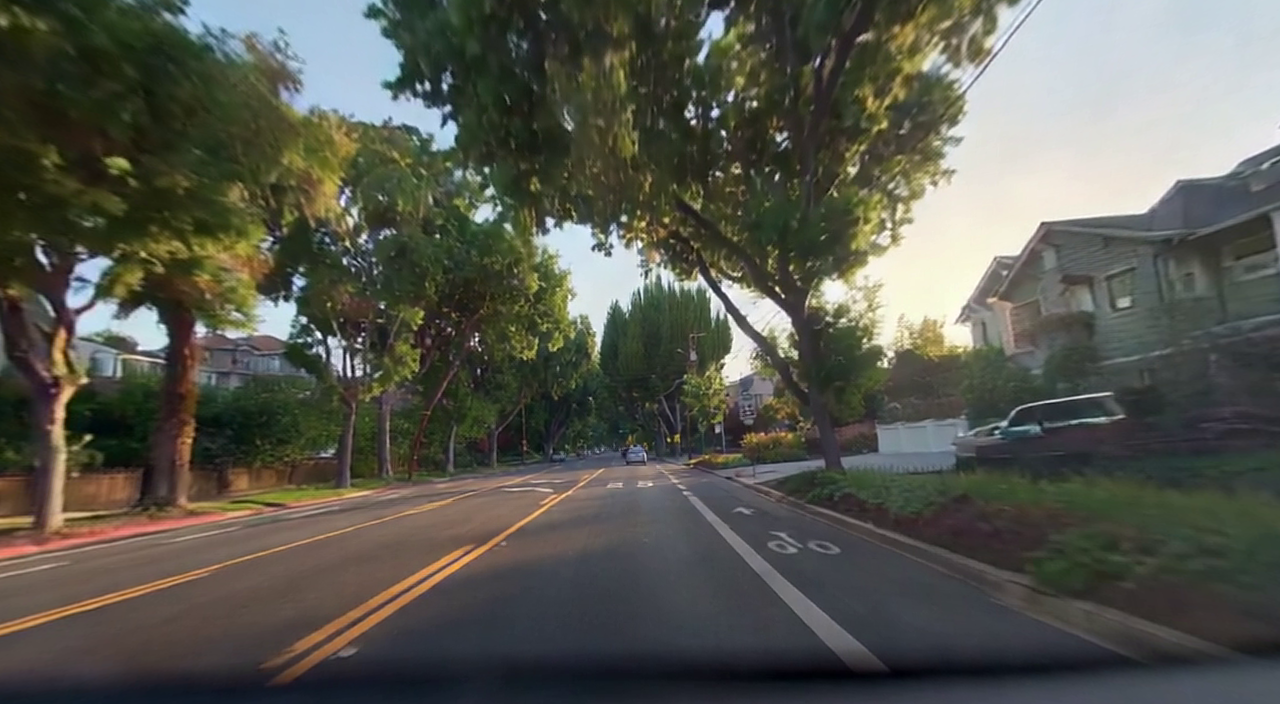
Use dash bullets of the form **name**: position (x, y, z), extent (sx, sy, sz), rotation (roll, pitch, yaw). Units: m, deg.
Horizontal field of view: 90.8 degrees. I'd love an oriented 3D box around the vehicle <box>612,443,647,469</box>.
- **vehicle**: position (-0.669, 6.599, 40.195), extent (2.104, 1.500, 3.815), rotation (0, -9, -1)
